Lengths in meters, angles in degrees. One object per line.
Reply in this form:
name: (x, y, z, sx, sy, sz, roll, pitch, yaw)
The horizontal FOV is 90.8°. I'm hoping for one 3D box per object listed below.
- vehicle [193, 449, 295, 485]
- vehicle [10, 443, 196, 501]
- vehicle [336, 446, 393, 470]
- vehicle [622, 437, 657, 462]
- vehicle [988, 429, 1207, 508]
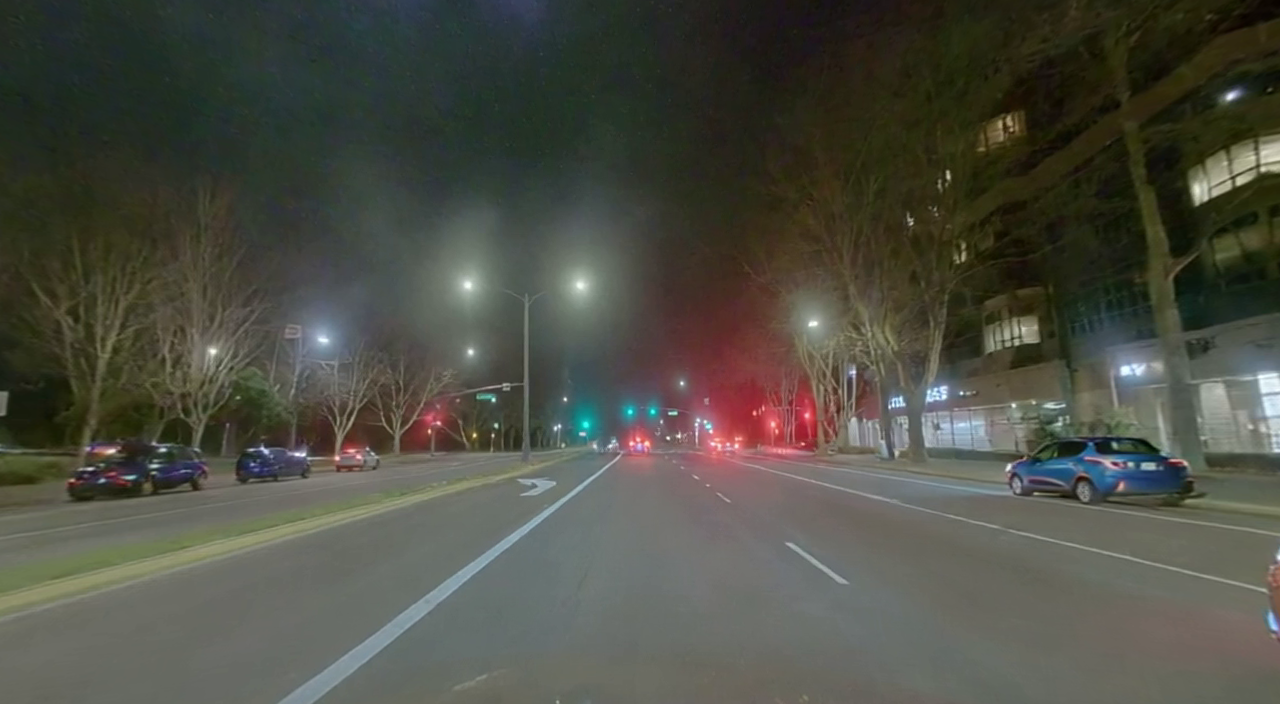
vehicle: (-17.956, 5.190, 28.908, 1.824, 1.453, 4.433, 0, -8, -1)
vehicle: (-18.166, 4.026, 21.757, 1.979, 1.770, 4.703, -1, -8, 5)
vehicle: (-18.028, 6.948, 41.535, 1.865, 1.460, 4.693, 0, -8, -3)
vehicle: (-0.048, 6.149, 39.914, 2.097, 1.480, 4.006, 0, -8, 0)
vehicle: (9.898, 2.532, 14.163, 1.824, 1.483, 4.003, 0, -8, -1)
